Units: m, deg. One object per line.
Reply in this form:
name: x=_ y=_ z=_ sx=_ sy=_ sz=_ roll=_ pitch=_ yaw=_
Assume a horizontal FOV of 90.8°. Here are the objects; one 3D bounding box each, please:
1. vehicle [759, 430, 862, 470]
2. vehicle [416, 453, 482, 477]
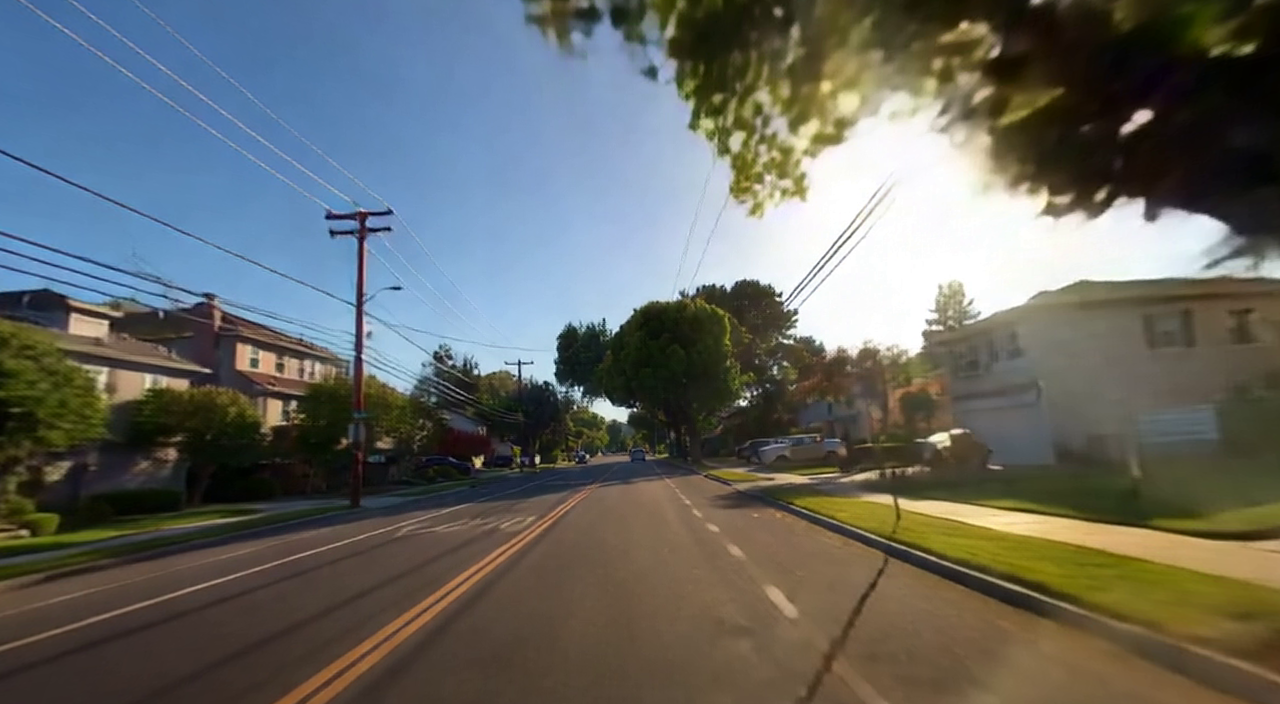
vehicle: x=8.872 y=5.141 z=33.193 sx=4.747 sy=1.942 sz=2.158 roll=-1 pitch=-9 yaw=0
vehicle: x=-14.919 y=8.844 z=49.548 sx=4.501 sy=1.689 sz=2.106 roll=-1 pitch=-9 yaw=1
